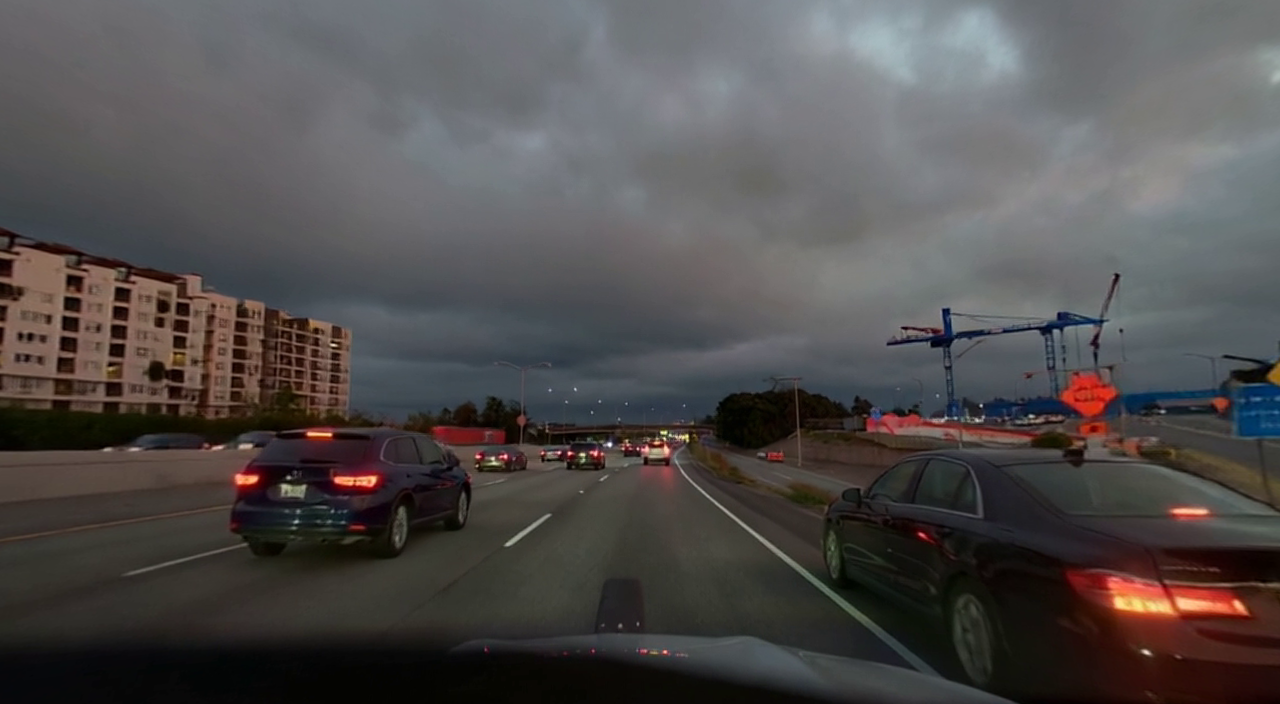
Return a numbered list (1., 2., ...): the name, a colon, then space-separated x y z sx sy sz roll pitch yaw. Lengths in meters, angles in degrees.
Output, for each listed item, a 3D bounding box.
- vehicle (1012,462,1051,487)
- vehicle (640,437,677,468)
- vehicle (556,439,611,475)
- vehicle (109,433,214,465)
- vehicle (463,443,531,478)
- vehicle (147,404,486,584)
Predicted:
1. vehicle: 28.063 8.749 45.219 1.873 1.547 4.240 -4 -9 25
2. vehicle: 1.126 6.209 38.934 2.116 1.763 4.352 0 -8 1
3. vehicle: -2.755 5.271 31.806 2.109 1.657 4.554 0 -8 4
4. vehicle: -26.516 5.396 35.169 1.878 1.670 4.803 0 -8 3
5. vehicle: -6.583 5.024 29.507 1.959 1.486 4.460 0 -8 2
6. vehicle: -3.689 1.699 8.369 2.045 1.710 4.382 0 -8 2
